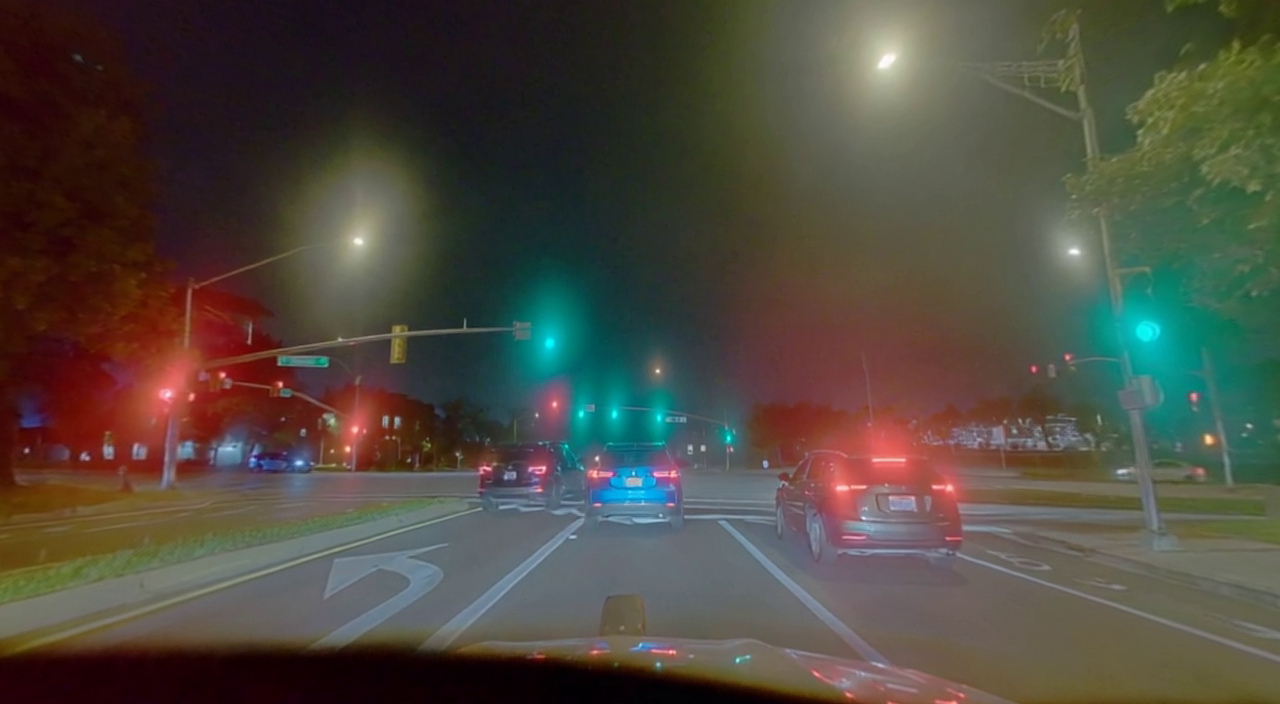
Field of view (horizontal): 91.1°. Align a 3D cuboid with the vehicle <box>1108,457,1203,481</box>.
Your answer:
[{"bbox_3d":[36.650,8.308,44.720,4.705,1.631,2.053,-1,-9,10],"label":"vehicle"}]

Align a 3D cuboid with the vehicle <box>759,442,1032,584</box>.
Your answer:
[{"bbox_3d":[3.134,2.049,8.959,2.056,1.468,4.520,0,-9,1],"label":"vehicle"}]

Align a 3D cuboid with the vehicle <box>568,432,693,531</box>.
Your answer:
[{"bbox_3d":[-0.136,2.520,12.828,2.108,1.654,4.235,0,-9,1],"label":"vehicle"}]

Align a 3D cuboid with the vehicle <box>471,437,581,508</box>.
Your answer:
[{"bbox_3d":[-2.875,3.125,16.761,1.987,1.633,4.005,0,-9,3],"label":"vehicle"}]
